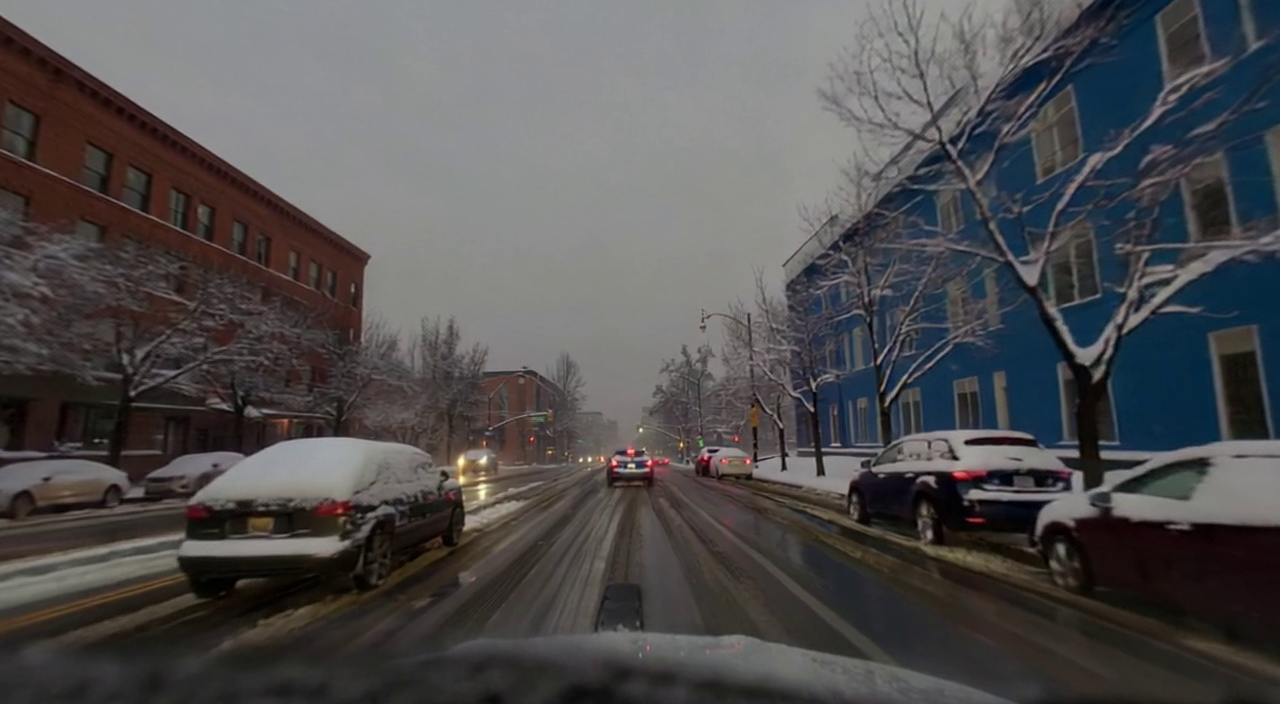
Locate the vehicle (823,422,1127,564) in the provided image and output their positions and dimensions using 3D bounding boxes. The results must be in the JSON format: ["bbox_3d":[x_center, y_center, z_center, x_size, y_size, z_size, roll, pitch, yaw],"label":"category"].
[{"bbox_3d":[4.892,2.125,10.296,2.123,1.736,4.795,1,-9,-3],"label":"vehicle"}]

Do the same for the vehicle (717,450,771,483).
[{"bbox_3d":[4.968,5.522,30.693,1.832,1.491,4.054,1,-9,-2],"label":"vehicle"}]

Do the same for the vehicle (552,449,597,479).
[{"bbox_3d":[-3.640,6.345,35.818,1.972,1.560,4.066,0,-9,2],"label":"vehicle"}]

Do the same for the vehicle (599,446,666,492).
[{"bbox_3d":[-0.286,4.226,23.090,2.230,1.518,4.113,0,-9,-1],"label":"vehicle"}]

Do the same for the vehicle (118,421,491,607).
[{"bbox_3d":[-3.421,1.729,7.737,1.934,1.548,4.635,0,-9,1],"label":"vehicle"}]

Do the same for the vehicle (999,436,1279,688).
[{"bbox_3d":[4.815,1.377,4.478,1.910,1.499,4.495,0,-9,1],"label":"vehicle"}]

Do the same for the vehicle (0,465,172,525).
[{"bbox_3d":[-17.832,4.489,20.269,1.978,1.568,4.632,0,-9,-1],"label":"vehicle"}]
